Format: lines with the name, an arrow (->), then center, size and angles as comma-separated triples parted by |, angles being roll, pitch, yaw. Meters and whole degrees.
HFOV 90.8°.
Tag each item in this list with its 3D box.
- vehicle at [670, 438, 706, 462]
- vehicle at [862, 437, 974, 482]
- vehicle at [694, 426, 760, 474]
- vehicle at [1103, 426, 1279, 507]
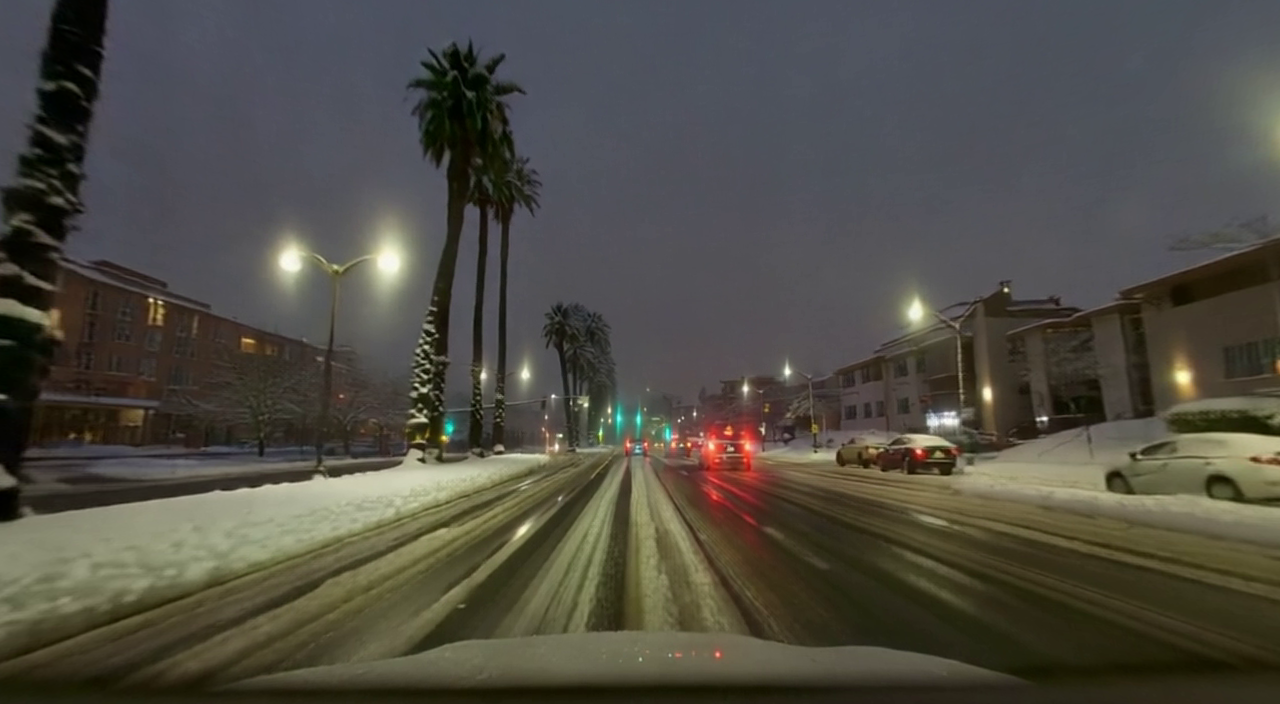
vehicle -> 3.205, 6.684, 43.001 | 2.010, 1.509, 4.377 | 0, -9, -2
vehicle -> 9.991, 3.899, 23.124 | 1.871, 1.465, 4.395 | 0, -9, -3
vehicle -> 3.745, 4.331, 28.065 | 2.104, 1.910, 4.693 | 0, -9, -2
vehicle -> 13.725, 2.592, 14.608 | 2.009, 1.600, 4.960 | 0, -9, -4
